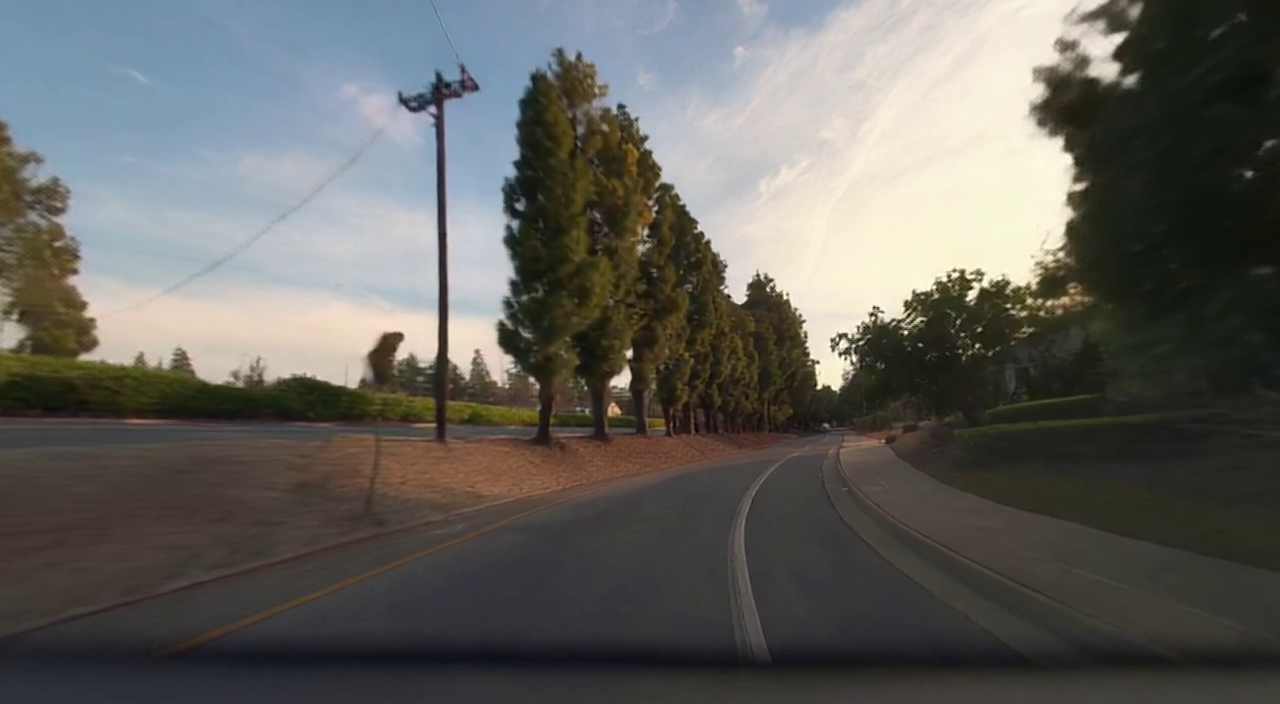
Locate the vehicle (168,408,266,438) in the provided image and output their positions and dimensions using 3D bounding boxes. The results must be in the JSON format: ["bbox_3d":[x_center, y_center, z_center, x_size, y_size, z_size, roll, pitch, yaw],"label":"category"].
[{"bbox_3d":[-32.101,5.439,48.069,2.424,2.051,5.709,-6,-9,23],"label":"vehicle"}]
